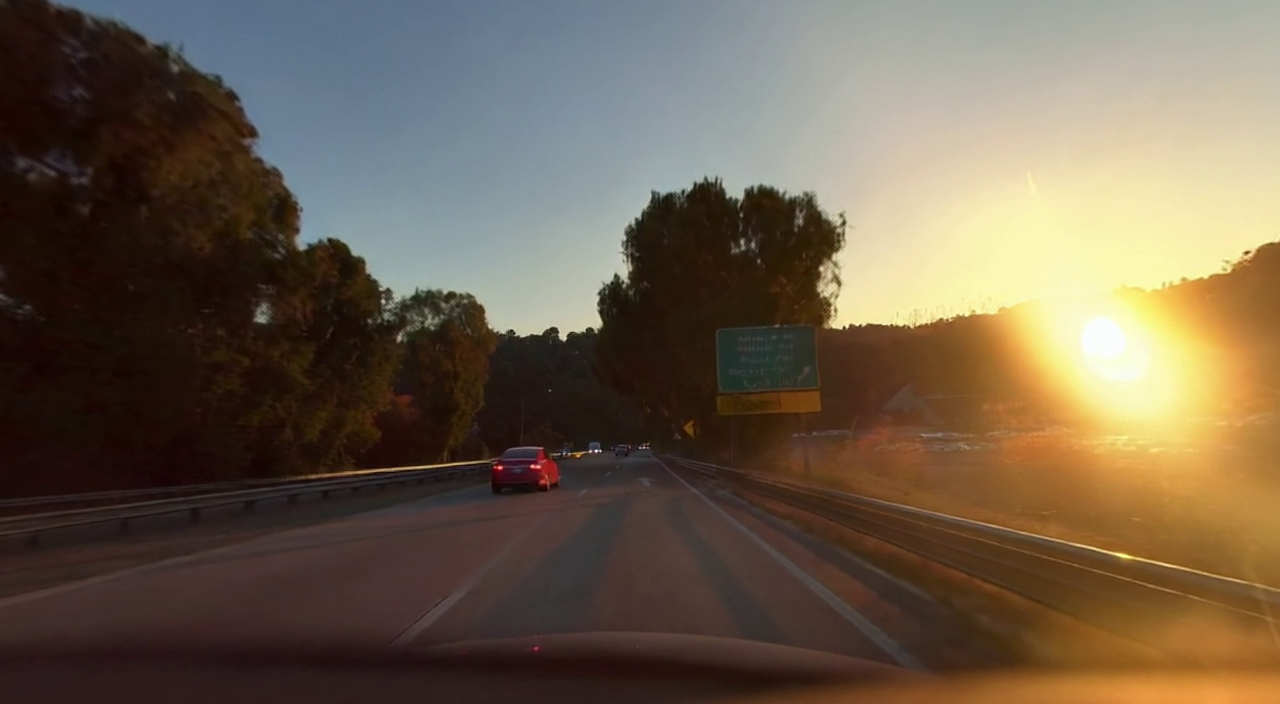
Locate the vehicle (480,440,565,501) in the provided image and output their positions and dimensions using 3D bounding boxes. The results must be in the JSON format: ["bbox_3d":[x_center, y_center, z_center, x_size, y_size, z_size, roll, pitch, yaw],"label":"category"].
[{"bbox_3d":[-3.239,3.335,18.038,1.675,1.537,3.574,-1,-9,1],"label":"vehicle"}]
